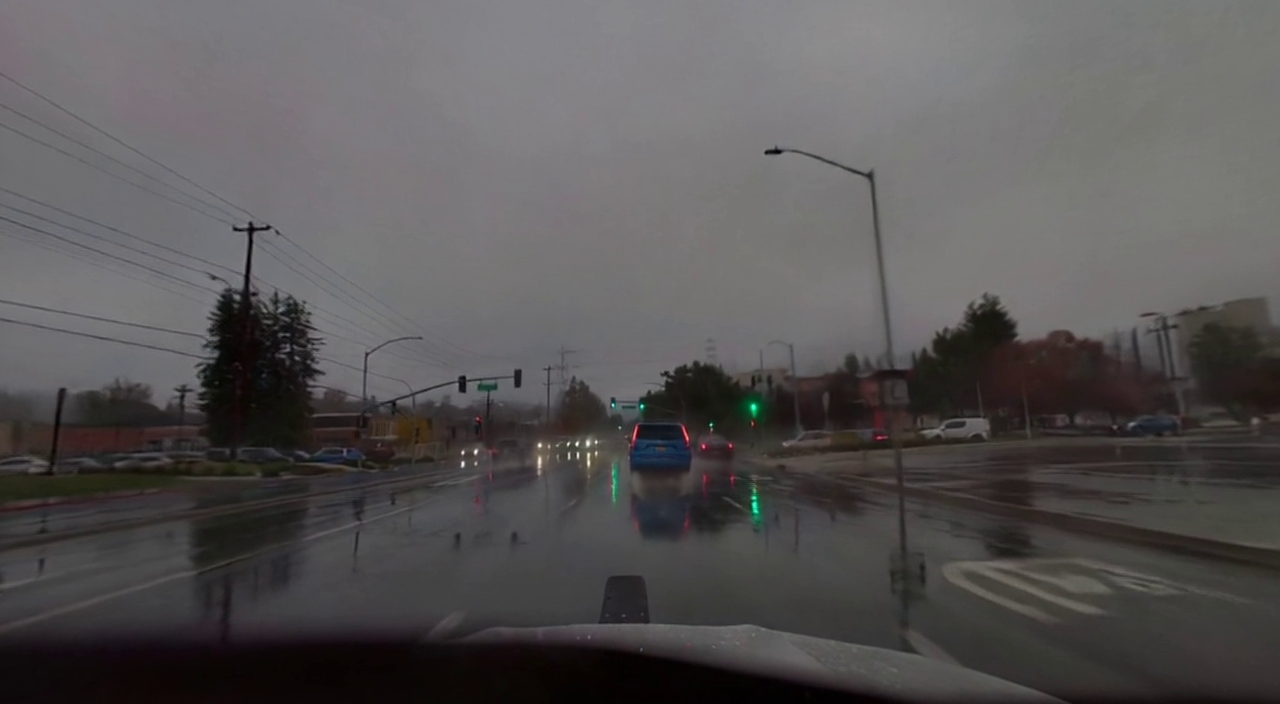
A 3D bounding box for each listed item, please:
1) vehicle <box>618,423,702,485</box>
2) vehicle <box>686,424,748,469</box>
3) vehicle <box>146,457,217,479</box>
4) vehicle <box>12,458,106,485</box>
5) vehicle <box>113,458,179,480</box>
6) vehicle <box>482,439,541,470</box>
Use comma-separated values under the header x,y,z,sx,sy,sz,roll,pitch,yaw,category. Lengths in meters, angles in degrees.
x,y,z,sx,sy,sz,roll,pitch,yaw,category
0.585,3.436,21.670,2.513,1.854,5.235,0,-8,0,vehicle
3.925,4.954,33.381,2.452,2.148,5.877,0,-8,0,vehicle
-34.033,8.594,46.976,1.819,1.433,4.403,0,-8,2,vehicle
-35.493,7.268,38.527,4.542,1.475,1.903,-2,-8,13,vehicle
-36.702,8.702,46.955,1.785,1.415,3.853,0,-8,0,vehicle
-6.444,5.167,32.140,1.966,1.461,4.422,0,-8,1,vehicle
